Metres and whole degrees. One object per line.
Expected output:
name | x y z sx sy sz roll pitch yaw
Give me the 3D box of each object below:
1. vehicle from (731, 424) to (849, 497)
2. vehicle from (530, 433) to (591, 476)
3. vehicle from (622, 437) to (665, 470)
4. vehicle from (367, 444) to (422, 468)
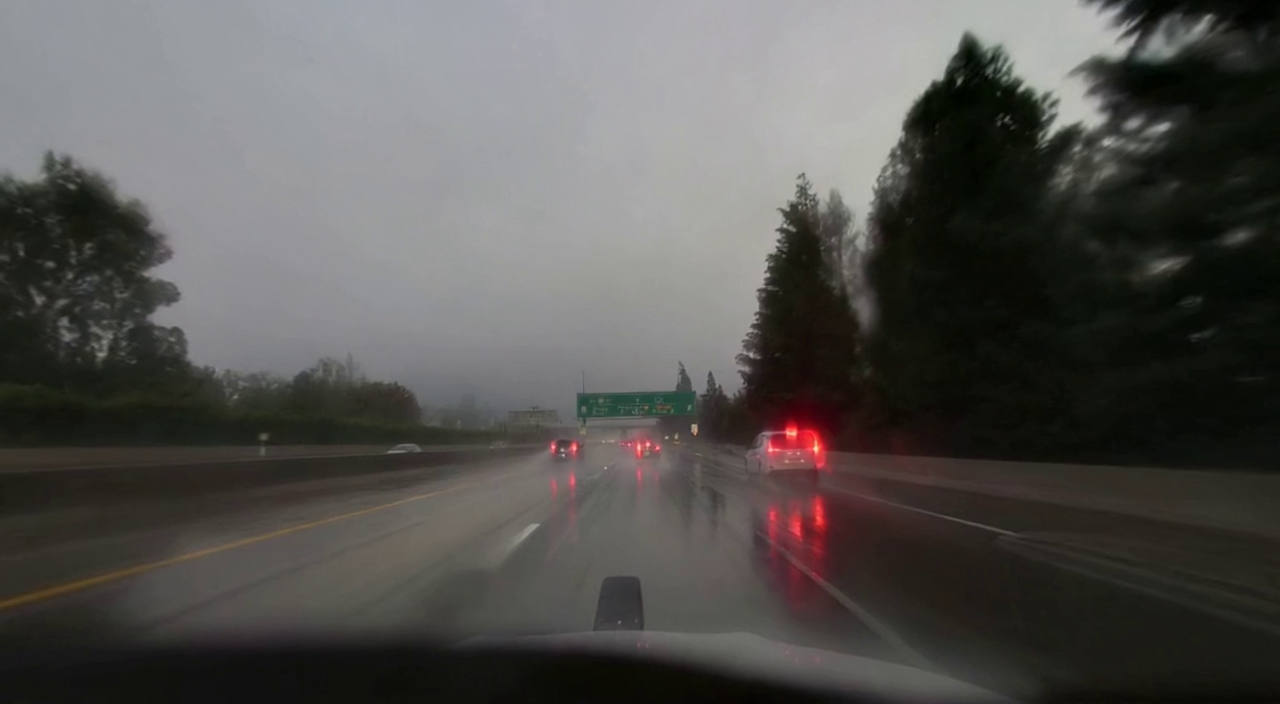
vehicle | 3.865 2.874 17.071 2.025 1.707 4.279 0 -8 -2
vehicle | -3.330 4.374 27.126 2.044 1.682 4.201 0 -8 1
vehicle | 0.195 5.119 31.774 2.049 1.542 3.816 0 -8 1
vehicle | -17.149 7.277 44.116 1.787 1.517 4.537 -1 -8 4
